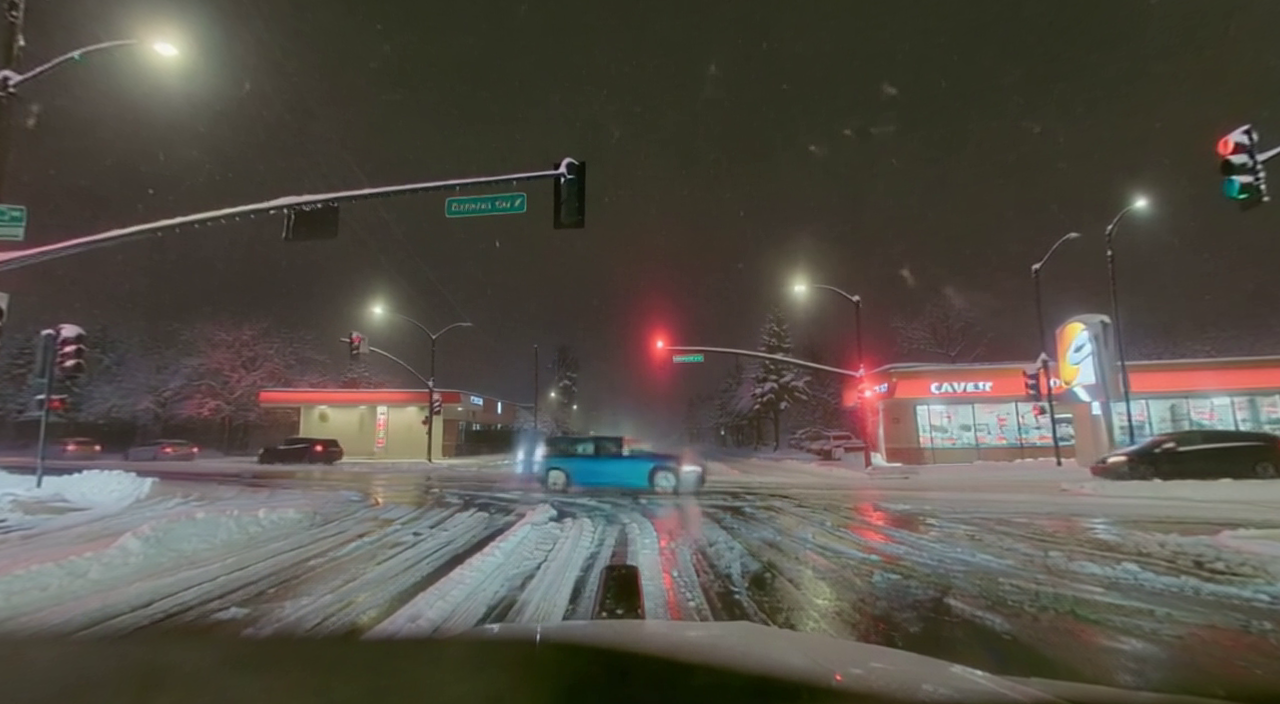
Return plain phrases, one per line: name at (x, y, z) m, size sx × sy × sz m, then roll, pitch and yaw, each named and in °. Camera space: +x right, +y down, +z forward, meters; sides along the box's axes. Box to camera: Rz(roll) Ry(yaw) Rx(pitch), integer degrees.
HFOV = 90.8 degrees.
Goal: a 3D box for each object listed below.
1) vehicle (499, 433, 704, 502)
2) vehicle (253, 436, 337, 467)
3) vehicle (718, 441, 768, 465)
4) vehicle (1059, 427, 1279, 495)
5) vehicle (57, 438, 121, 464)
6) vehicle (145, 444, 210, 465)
vehicle at (-0.981, 2.763, 15.463) m, size 4.670 × 1.458 × 1.959 m, roll -5°, pitch -10°, yaw 30°
vehicle at (-19.436, 5.590, 35.596) m, size 4.562 × 1.676 × 1.819 m, roll -5°, pitch -9°, yaw 27°
vehicle at (6.580, 6.525, 41.019) m, size 1.831 × 1.467 × 4.792 m, roll 1°, pitch -8°, yaw -8°
vehicle at (13.304, 2.628, 15.479) m, size 4.681 × 1.495 × 2.096 m, roll -4°, pitch -9°, yaw 23°
vehicle at (-39.963, 7.172, 45.796) m, size 4.311 × 1.742 × 1.864 m, roll -5°, pitch -9°, yaw 27°
vehicle at (-34.302, 7.562, 46.828) m, size 4.801 × 1.466 × 1.830 m, roll -5°, pitch -9°, yaw 27°
